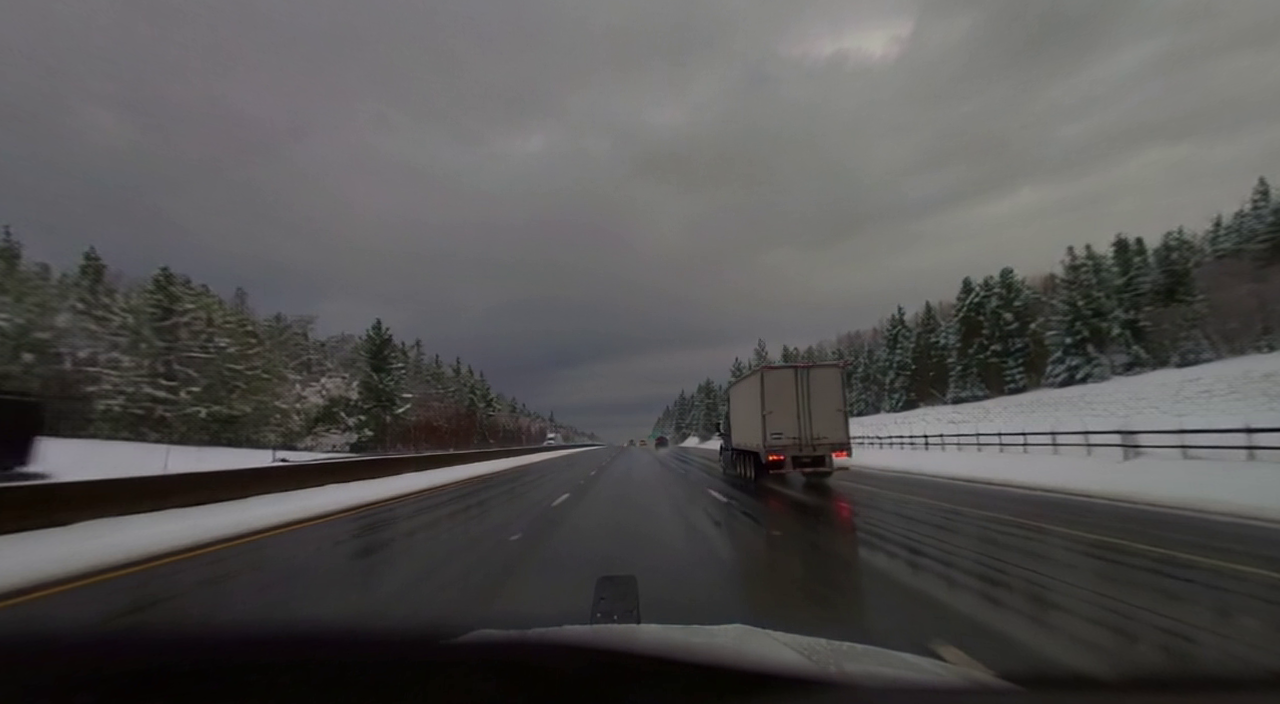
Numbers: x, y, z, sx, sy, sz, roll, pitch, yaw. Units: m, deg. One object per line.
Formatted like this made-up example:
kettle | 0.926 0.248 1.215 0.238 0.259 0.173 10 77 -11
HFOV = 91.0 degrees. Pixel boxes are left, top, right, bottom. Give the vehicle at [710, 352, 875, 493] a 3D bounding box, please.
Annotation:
vehicle | 4.060 2.204 18.941 2.766 3.349 7.796 0 -8 -2
